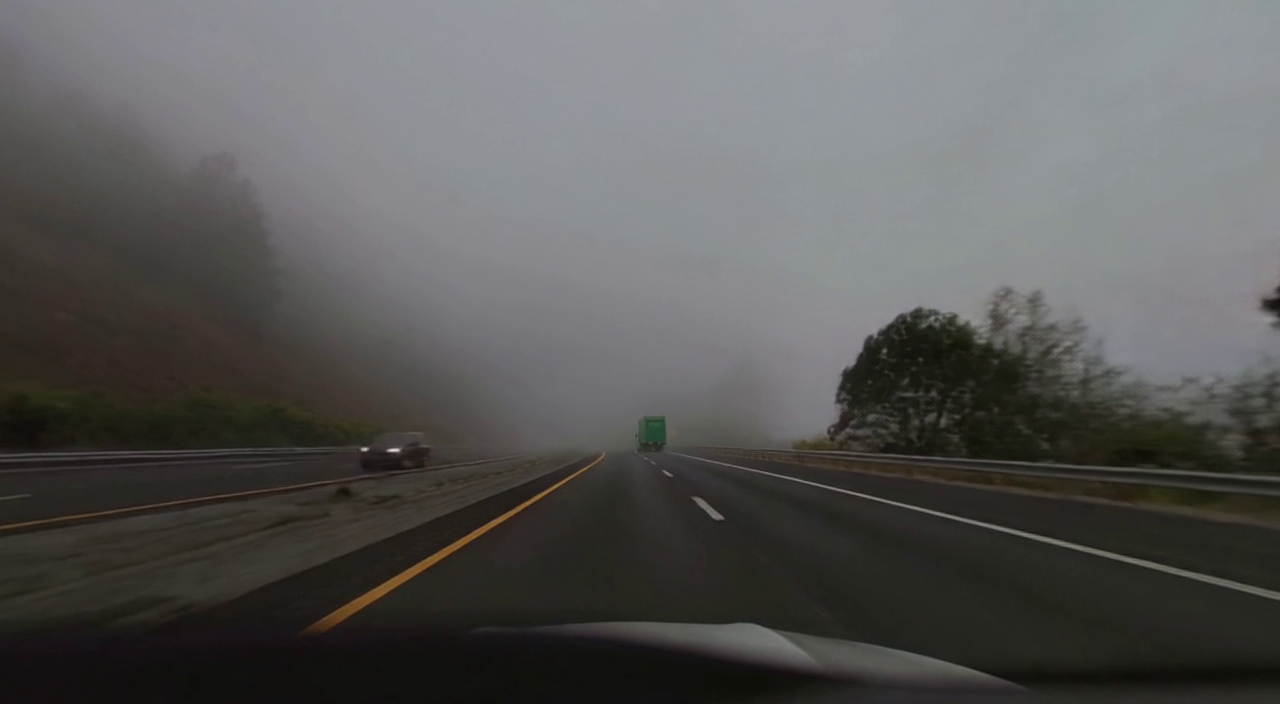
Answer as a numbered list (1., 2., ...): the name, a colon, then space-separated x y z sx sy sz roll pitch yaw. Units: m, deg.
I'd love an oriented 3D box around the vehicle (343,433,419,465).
1. vehicle: -13.106 4.933 32.184 1.958 1.518 4.754 0 -8 -1
